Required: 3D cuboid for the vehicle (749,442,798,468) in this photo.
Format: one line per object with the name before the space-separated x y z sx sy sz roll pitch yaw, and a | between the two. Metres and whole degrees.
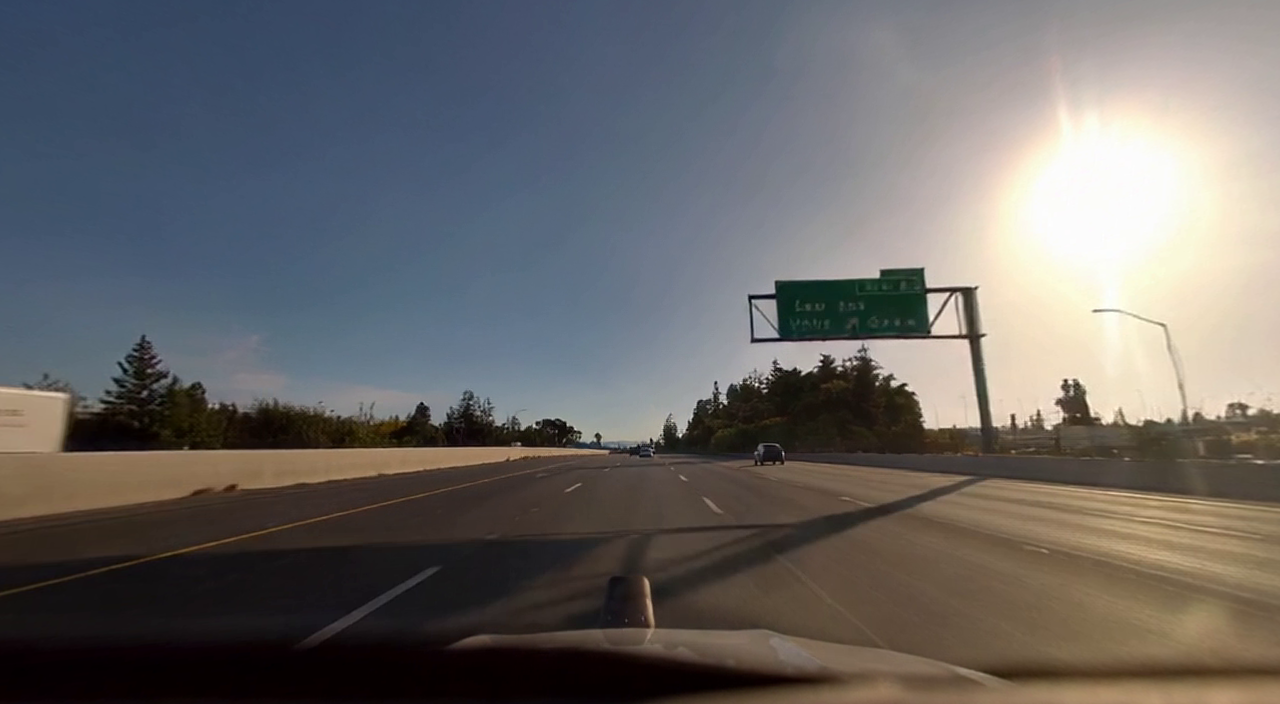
vehicle | 8.081 6.290 38.597 2.056 1.465 4.304 0 -8 -1
